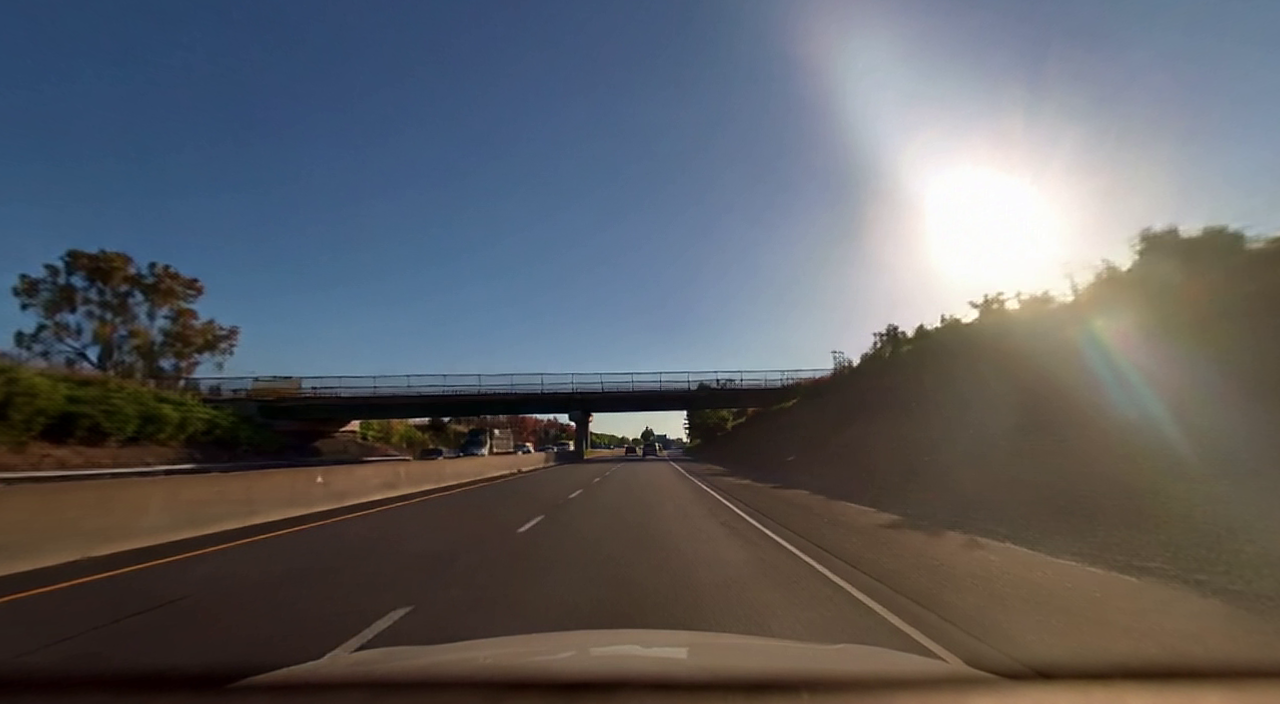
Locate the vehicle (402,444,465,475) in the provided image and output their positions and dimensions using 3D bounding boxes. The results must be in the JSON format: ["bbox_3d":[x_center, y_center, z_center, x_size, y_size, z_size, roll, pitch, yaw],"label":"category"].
[{"bbox_3d":[-12.744,6.657,39.263,2.138,1.761,5.196,0,-9,0],"label":"vehicle"}]
